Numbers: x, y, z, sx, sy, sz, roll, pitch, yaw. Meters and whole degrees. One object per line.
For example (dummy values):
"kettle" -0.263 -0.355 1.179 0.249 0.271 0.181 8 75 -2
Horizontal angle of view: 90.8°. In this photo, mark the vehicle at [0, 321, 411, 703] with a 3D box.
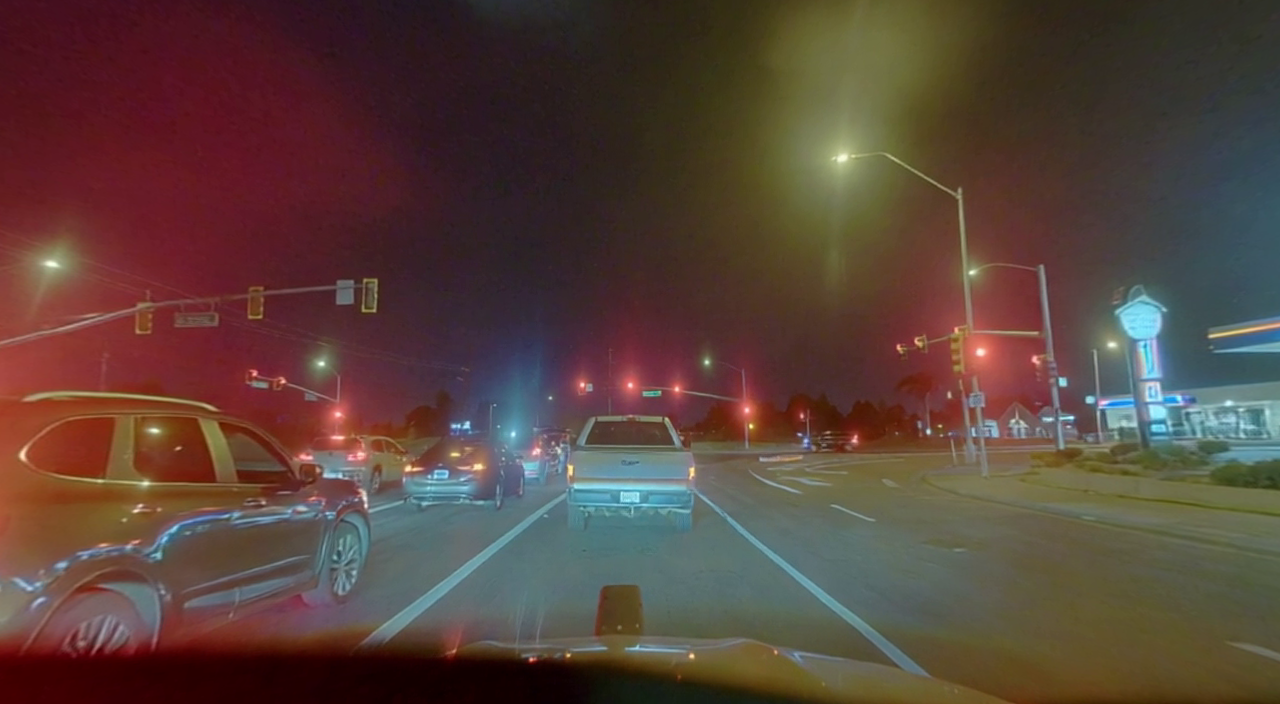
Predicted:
"vehicle" -3.312 1.020 3.987 2.096 1.718 4.266 0 -8 0

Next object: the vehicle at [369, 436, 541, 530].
"vehicle" -3.158 2.309 11.754 1.881 1.424 4.098 0 -8 1

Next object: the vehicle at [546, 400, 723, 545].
"vehicle" -0.089 1.888 10.547 2.224 1.819 5.005 0 -8 -1

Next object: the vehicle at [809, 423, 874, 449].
"vehicle" 14.290 5.980 44.739 4.548 1.730 2.013 6 -10 -35
